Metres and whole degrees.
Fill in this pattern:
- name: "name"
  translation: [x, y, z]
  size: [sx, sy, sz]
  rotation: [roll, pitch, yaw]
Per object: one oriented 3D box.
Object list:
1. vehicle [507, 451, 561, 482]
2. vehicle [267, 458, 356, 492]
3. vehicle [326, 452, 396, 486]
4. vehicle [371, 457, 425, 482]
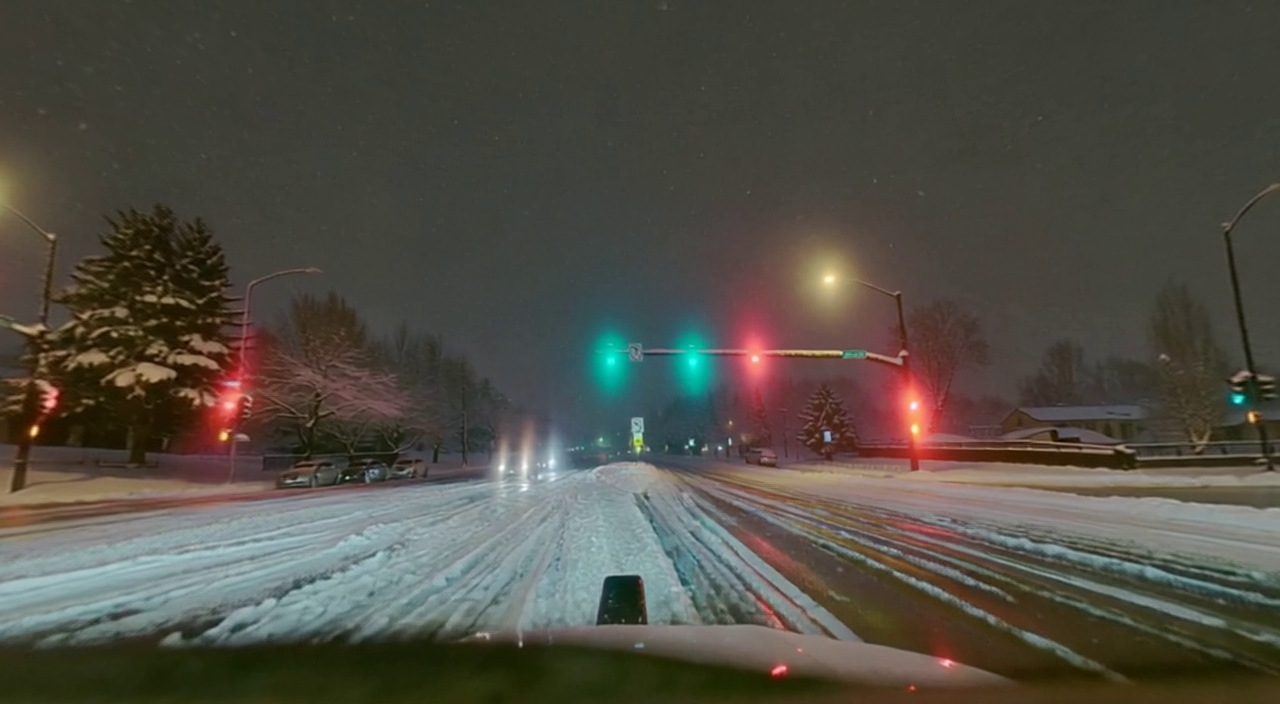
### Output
- name: "vehicle"
  translation: [-5.676, 6.191, 34.154]
  size: [2.154, 1.501, 4.416]
  rotation: [0, -9, 0]
- name: "vehicle"
  translation: [-16.296, 6.099, 31.442]
  size: [2.055, 1.506, 4.663]
  rotation: [0, -9, -2]
- name: "vehicle"
  translation: [-16.458, 6.895, 37.318]
  size: [1.960, 1.819, 5.018]
  rotation: [0, -9, -2]
- name: "vehicle"
  translation: [-16.451, 7.989, 42.919]
  size: [1.804, 1.486, 4.625]
  rotation: [0, -9, 1]
